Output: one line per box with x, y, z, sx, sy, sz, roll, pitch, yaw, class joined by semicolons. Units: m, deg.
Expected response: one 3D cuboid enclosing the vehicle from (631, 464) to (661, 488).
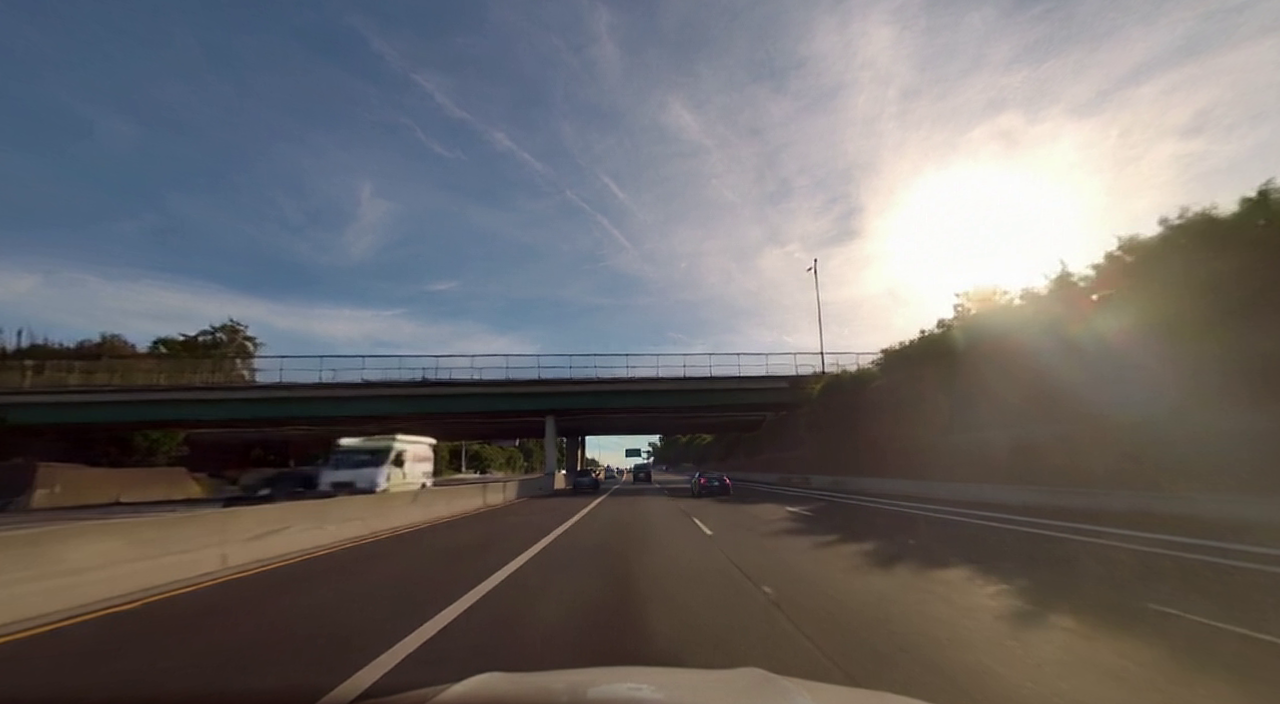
0.445;9.362;47.476;2.181;1.698;4.056;0;-10;0;vehicle

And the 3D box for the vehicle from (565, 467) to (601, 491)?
-3.698;8.342;41.485;1.975;1.486;3.903;0;-10;0;vehicle

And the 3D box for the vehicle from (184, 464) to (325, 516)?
-13.377;4.808;22.211;2.033;1.615;4.542;0;-10;0;vehicle

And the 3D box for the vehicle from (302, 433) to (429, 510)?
-10.091;4.486;23.727;2.253;2.507;5.478;0;-11;0;vehicle

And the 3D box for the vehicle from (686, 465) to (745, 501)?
3.402;6.063;29.245;2.092;1.518;4.348;1;-10;-2;vehicle
